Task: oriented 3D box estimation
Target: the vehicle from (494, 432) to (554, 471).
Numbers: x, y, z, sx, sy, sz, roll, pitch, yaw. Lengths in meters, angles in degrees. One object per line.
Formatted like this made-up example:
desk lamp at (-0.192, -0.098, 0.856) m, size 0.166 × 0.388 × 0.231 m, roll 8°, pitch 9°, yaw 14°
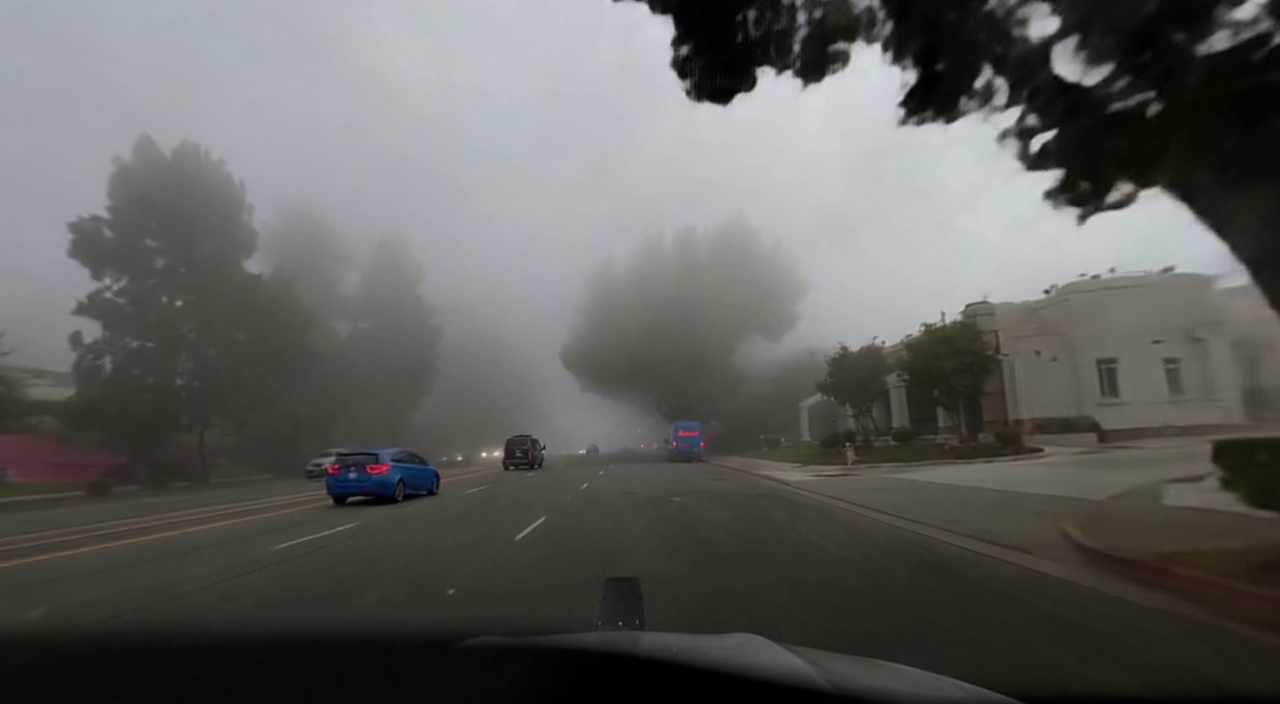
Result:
vehicle at (-6.664, 5.796, 36.886) m, size 2.332 × 2.039 × 5.678 m, roll 0°, pitch -9°, yaw 1°

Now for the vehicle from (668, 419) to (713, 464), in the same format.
vehicle at (3.477, 6.369, 44.839) m, size 2.791 × 3.026 × 4.668 m, roll 0°, pitch -9°, yaw 0°

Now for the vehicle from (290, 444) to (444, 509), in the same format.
vehicle at (-6.848, 3.142, 16.470) m, size 1.970 × 1.456 × 4.441 m, roll 0°, pitch -9°, yaw 1°

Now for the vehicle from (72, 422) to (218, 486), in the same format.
vehicle at (-34.347, 7.142, 44.515) m, size 2.781 × 3.955 × 8.836 m, roll -1°, pitch -9°, yaw 2°
